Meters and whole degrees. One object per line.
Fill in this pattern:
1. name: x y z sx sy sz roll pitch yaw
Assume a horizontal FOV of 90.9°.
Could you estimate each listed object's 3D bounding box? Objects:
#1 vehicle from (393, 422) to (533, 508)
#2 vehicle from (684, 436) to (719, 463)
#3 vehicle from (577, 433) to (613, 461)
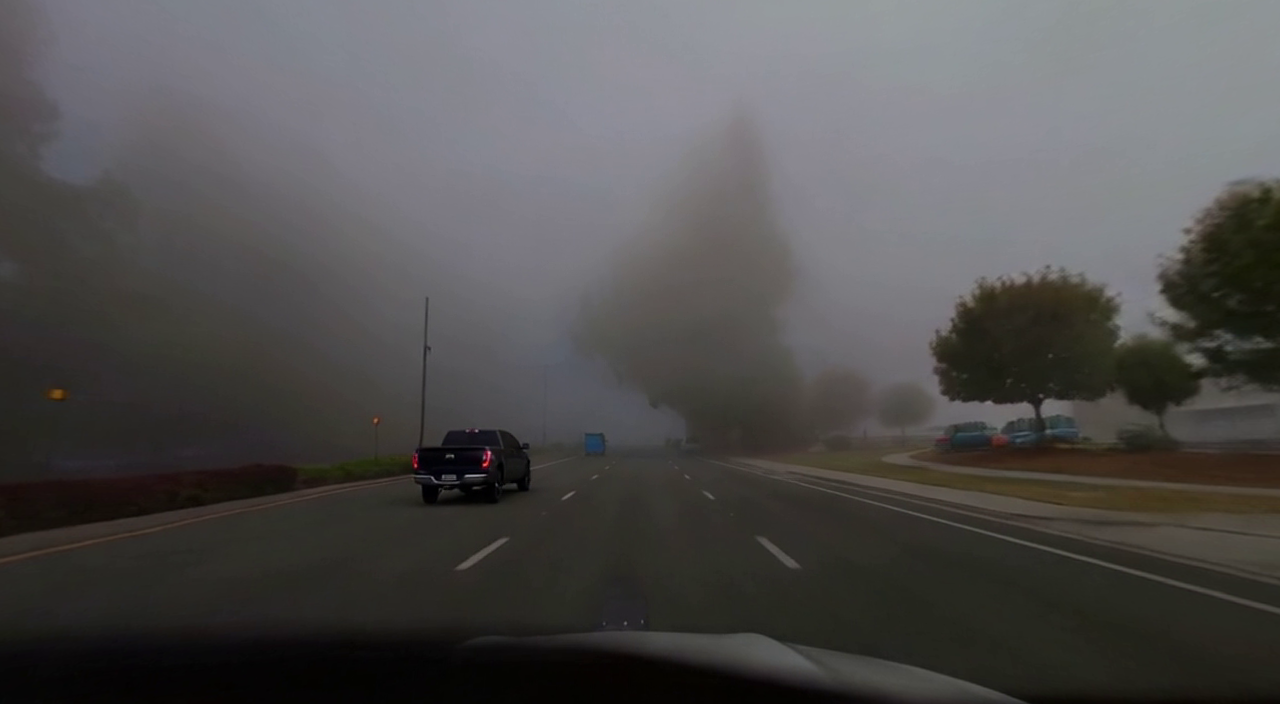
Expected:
1. vehicle: -4.062 2.685 15.422 2.002 1.747 4.728 0 -8 0
2. vehicle: 4.140 6.661 42.994 2.016 1.736 4.356 0 -8 1
3. vehicle: -3.347 7.168 47.685 2.230 1.987 4.385 0 -8 2
